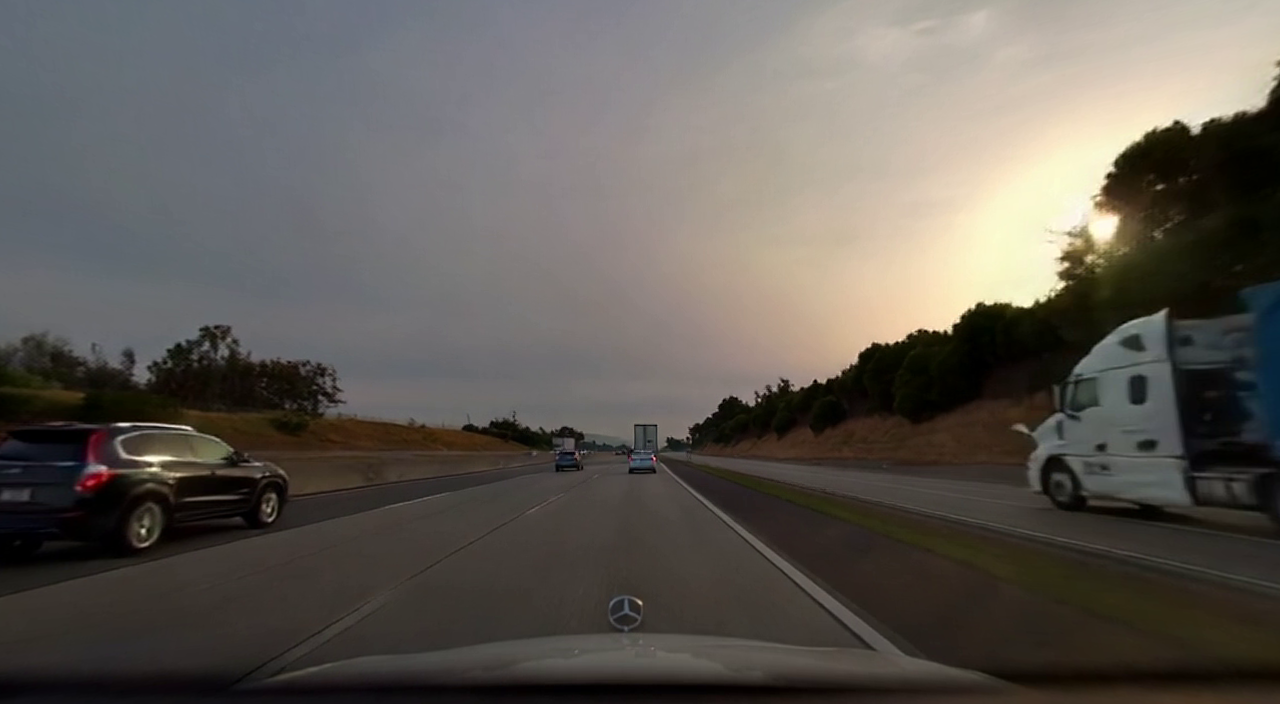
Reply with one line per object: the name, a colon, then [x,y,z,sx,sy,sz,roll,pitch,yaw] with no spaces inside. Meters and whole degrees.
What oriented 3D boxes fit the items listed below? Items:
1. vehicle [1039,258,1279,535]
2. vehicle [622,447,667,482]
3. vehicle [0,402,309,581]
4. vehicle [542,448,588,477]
vehicle: [10.715,0.663,9.242,2.997,3.951,9.277,1,-9,-4]
vehicle: [0.156,5.243,29.622,1.991,1.507,3.391,0,-9,-1]
vehicle: [-7.567,1.889,9.406,2.316,1.875,5.337,0,-9,0]
vehicle: [-4.112,6.138,35.267,2.018,1.504,4.431,0,-9,0]
